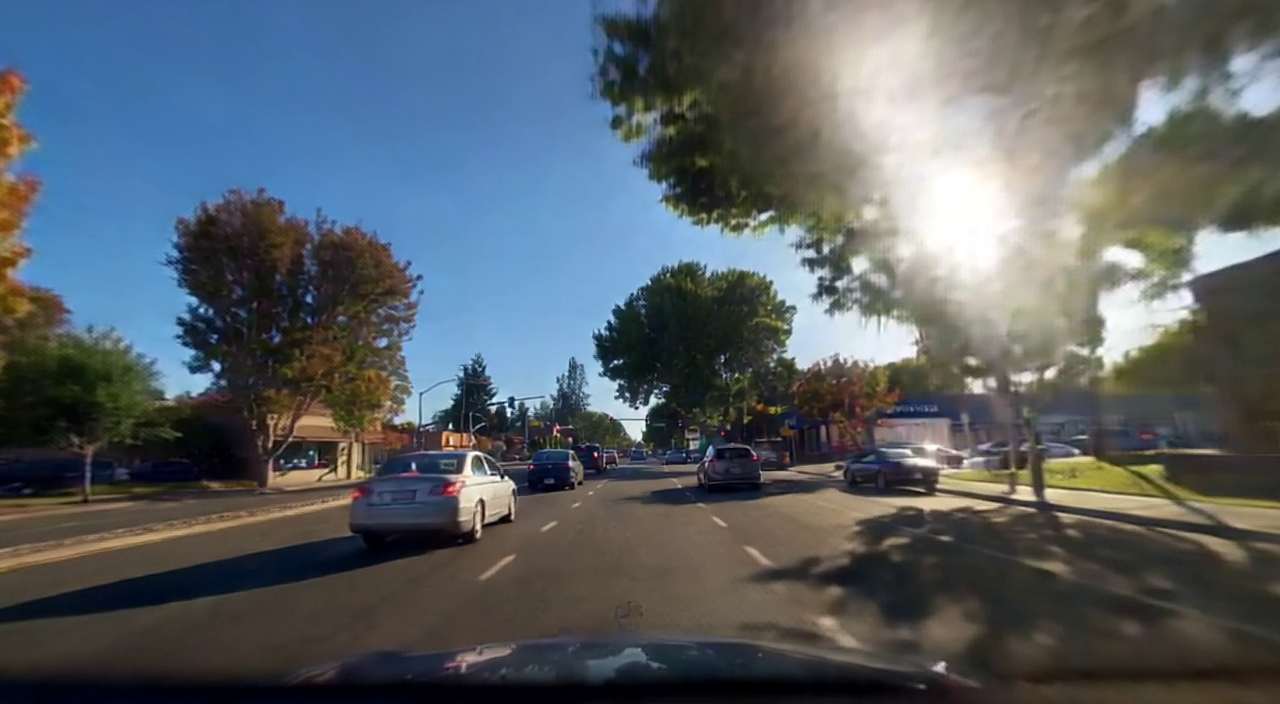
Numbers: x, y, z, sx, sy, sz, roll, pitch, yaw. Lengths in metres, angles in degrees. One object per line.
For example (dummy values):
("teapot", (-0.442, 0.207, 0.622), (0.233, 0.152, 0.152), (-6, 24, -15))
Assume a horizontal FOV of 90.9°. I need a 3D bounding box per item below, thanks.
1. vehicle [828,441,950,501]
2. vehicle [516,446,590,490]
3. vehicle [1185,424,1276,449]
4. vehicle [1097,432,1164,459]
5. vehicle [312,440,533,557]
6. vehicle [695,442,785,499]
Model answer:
("vehicle", (7.285, 3.522, 19.068), (2.070, 1.547, 4.941), (-1, -9, 5))
("vehicle", (-3.226, 4.389, 24.279), (2.087, 1.494, 4.626), (-1, -9, 1))
("vehicle", (44.789, 6.458, 47.914), (1.895, 1.633, 4.537), (8, -12, -29))
("vehicle", (29.327, 5.574, 37.821), (1.793, 1.478, 4.462), (-5, -9, 20))
("vehicle", (-3.127, 2.194, 10.201), (1.952, 1.457, 4.372), (0, -9, 1))
("vehicle", (2.898, 3.550, 19.264), (2.004, 1.512, 4.206), (0, -9, -1))
